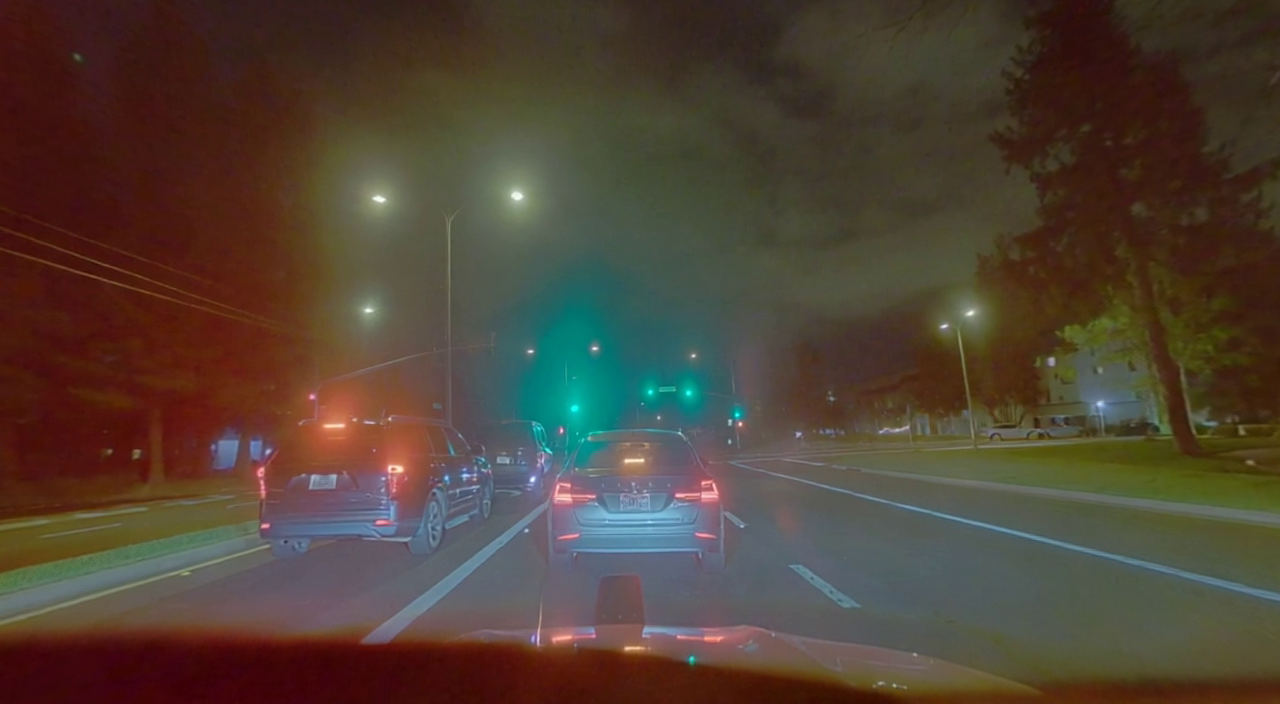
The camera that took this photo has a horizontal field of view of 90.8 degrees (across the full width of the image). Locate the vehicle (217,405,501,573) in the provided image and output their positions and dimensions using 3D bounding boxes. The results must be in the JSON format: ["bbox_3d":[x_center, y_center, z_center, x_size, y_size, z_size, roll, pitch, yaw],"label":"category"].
[{"bbox_3d":[-3.429,1.755,8.823,2.046,1.751,4.208,0,-8,-1],"label":"vehicle"}]

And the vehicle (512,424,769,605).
[{"bbox_3d":[-0.052,1.646,7.308,2.126,1.475,3.967,0,-8,-2],"label":"vehicle"}]
